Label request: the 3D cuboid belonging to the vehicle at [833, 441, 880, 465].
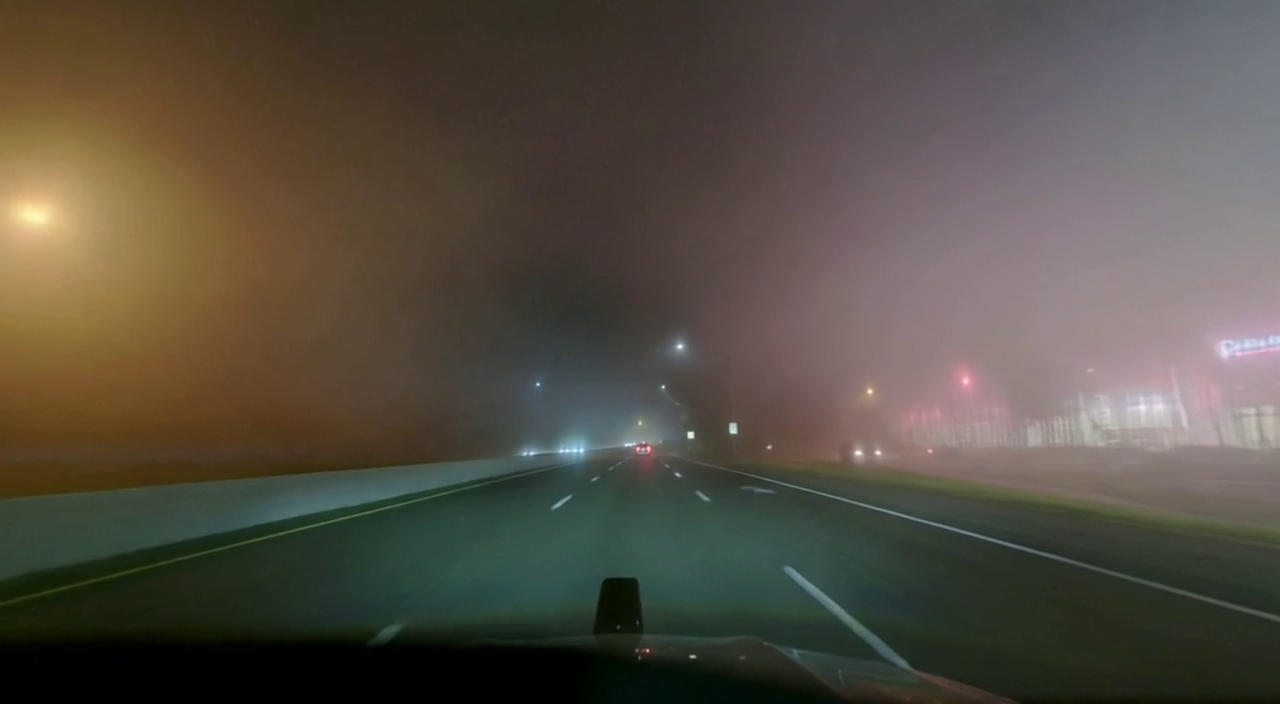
[{"bbox_3d":[16.415,7.683,47.975,2.037,1.718,4.610,0,-9,1],"label":"vehicle"}]
